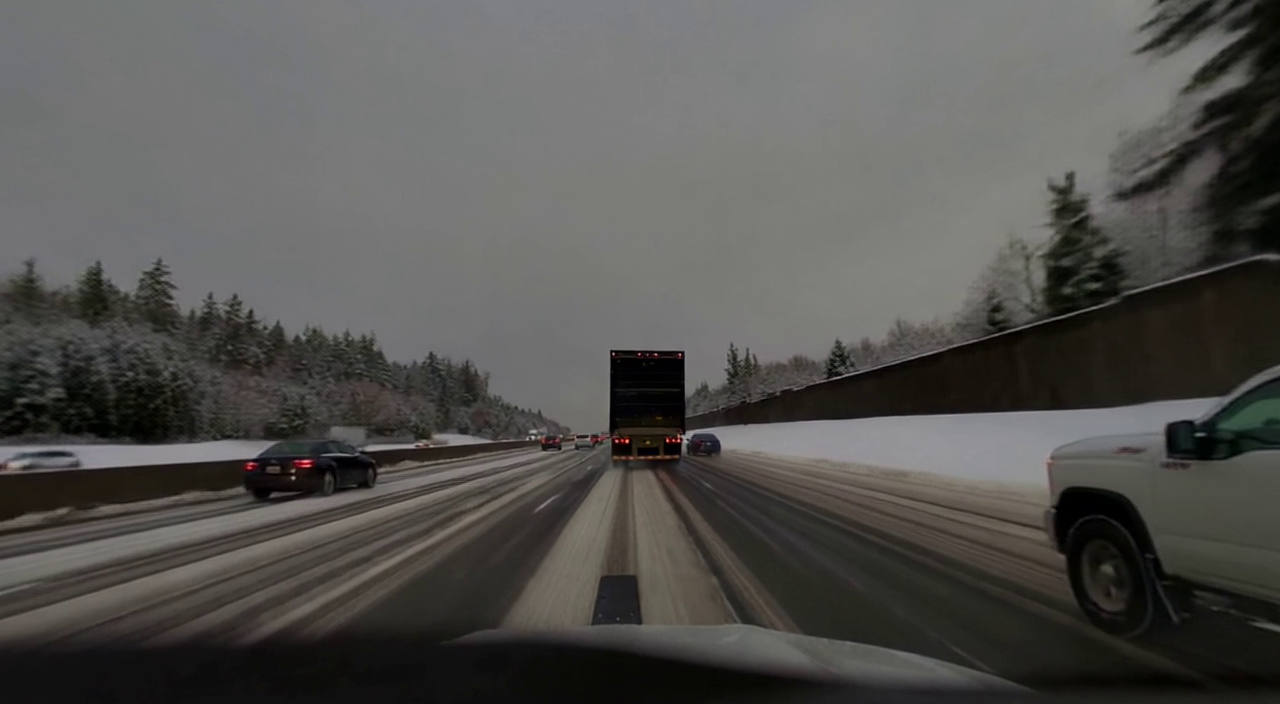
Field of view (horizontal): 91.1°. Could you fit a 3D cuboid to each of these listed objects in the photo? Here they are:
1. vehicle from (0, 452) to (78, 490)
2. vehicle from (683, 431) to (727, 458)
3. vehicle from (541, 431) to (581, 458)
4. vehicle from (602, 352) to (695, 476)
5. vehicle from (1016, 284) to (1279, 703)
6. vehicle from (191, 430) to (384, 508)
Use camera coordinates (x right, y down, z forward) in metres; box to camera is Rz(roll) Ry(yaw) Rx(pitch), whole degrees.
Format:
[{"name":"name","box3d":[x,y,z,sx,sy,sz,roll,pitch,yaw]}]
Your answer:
[{"name":"vehicle","box3d":[-31.285,5.953,31.727,1.833,1.703,4.317,0,-8,-1]},{"name":"vehicle","box3d":[3.913,5.672,38.745,2.044,1.508,4.716,0,-8,-2]},{"name":"vehicle","box3d":[-5.091,5.991,41.042,2.134,1.650,4.133,0,-8,-1]},{"name":"vehicle","box3d":[0.038,2.642,25.114,2.904,3.915,10.473,0,-8,-3]},{"name":"vehicle","box3d":[3.647,0.539,1.723,2.118,1.832,4.901,0,-8,-1]},{"name":"vehicle","box3d":[-7.656,2.538,14.213,2.059,1.500,4.001,0,-8,-1]}]
